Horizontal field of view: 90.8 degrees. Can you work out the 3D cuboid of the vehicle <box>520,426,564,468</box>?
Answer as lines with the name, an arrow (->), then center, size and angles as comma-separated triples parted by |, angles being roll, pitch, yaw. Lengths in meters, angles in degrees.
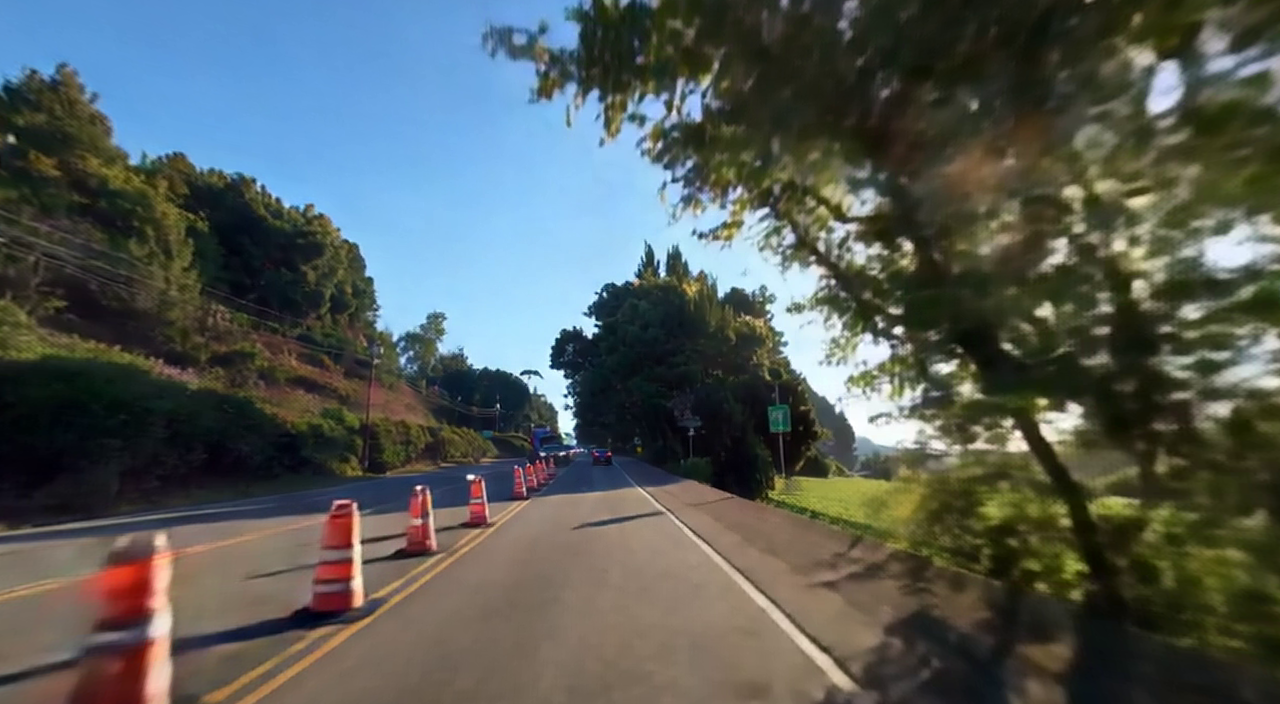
vehicle -> -6.241, 6.111, 40.778 | 2.380, 2.488, 4.028 | 2, -8, -4

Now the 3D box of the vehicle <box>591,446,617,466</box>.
vehicle -> -2.864, 8.173, 49.982 | 2.013, 1.481, 4.356 | 0, -8, -3
